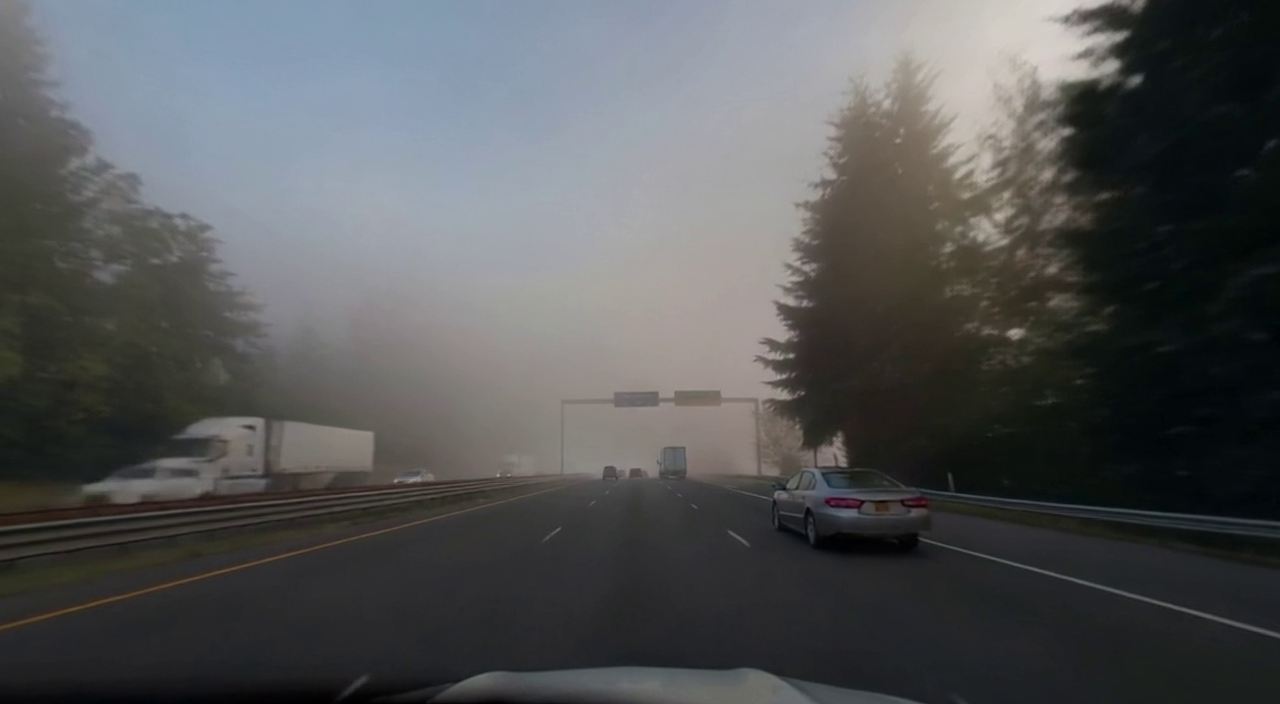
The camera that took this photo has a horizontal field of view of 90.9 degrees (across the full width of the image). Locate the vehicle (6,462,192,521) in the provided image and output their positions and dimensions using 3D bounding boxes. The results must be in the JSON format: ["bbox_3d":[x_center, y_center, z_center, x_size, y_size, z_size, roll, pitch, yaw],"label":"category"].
[{"bbox_3d":[-15.640,4.029,18.560,1.736,1.475,4.118,0,-10,1],"label":"vehicle"}]

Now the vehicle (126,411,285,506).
[{"bbox_3d":[-20.205,5.081,29.888,2.936,3.988,5.945,0,-11,0],"label":"vehicle"}]

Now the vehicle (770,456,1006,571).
[{"bbox_3d":[3.746,2.559,10.634,2.051,1.472,4.547,1,-10,-1],"label":"vehicle"}]

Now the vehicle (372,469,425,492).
[{"bbox_3d":[-16.021,8.536,42.039,1.780,1.452,4.497,1,-10,0],"label":"vehicle"}]
